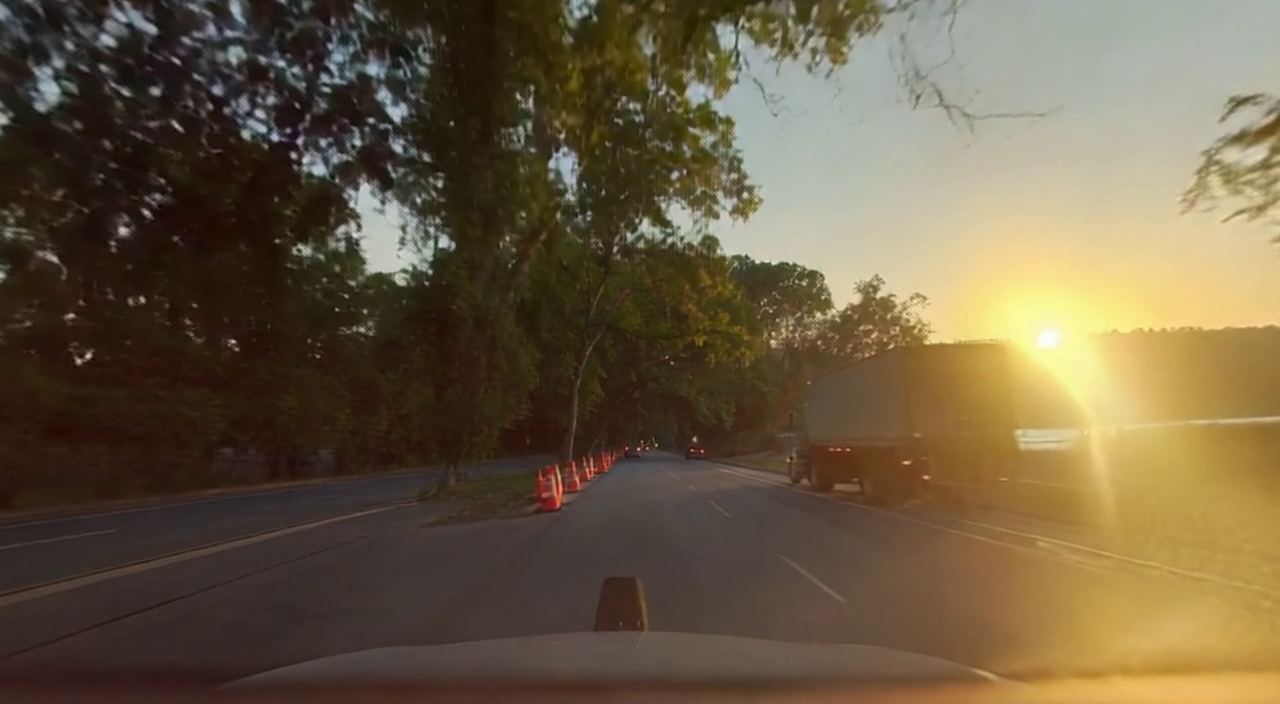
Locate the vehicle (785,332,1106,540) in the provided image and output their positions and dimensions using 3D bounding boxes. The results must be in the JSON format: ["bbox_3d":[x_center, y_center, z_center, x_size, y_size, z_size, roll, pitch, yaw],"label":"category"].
[{"bbox_3d":[6.272,2.157,15.997,2.664,3.418,11.107,0,-8,0],"label":"vehicle"}]
